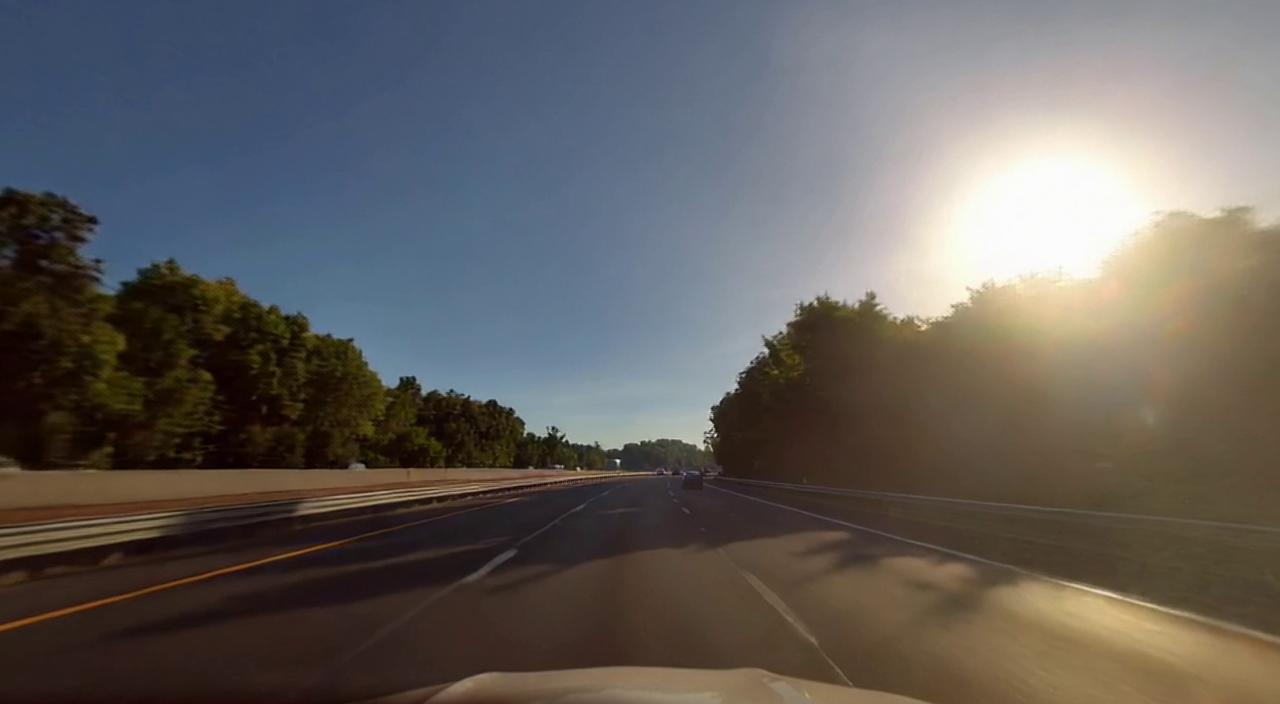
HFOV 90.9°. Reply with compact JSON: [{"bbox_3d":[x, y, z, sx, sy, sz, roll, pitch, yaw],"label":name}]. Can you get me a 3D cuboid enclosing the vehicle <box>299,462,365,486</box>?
[{"bbox_3d":[-20.145,8.022,41.461,1.938,1.458,4.858,1,-11,-1],"label":"vehicle"}]
